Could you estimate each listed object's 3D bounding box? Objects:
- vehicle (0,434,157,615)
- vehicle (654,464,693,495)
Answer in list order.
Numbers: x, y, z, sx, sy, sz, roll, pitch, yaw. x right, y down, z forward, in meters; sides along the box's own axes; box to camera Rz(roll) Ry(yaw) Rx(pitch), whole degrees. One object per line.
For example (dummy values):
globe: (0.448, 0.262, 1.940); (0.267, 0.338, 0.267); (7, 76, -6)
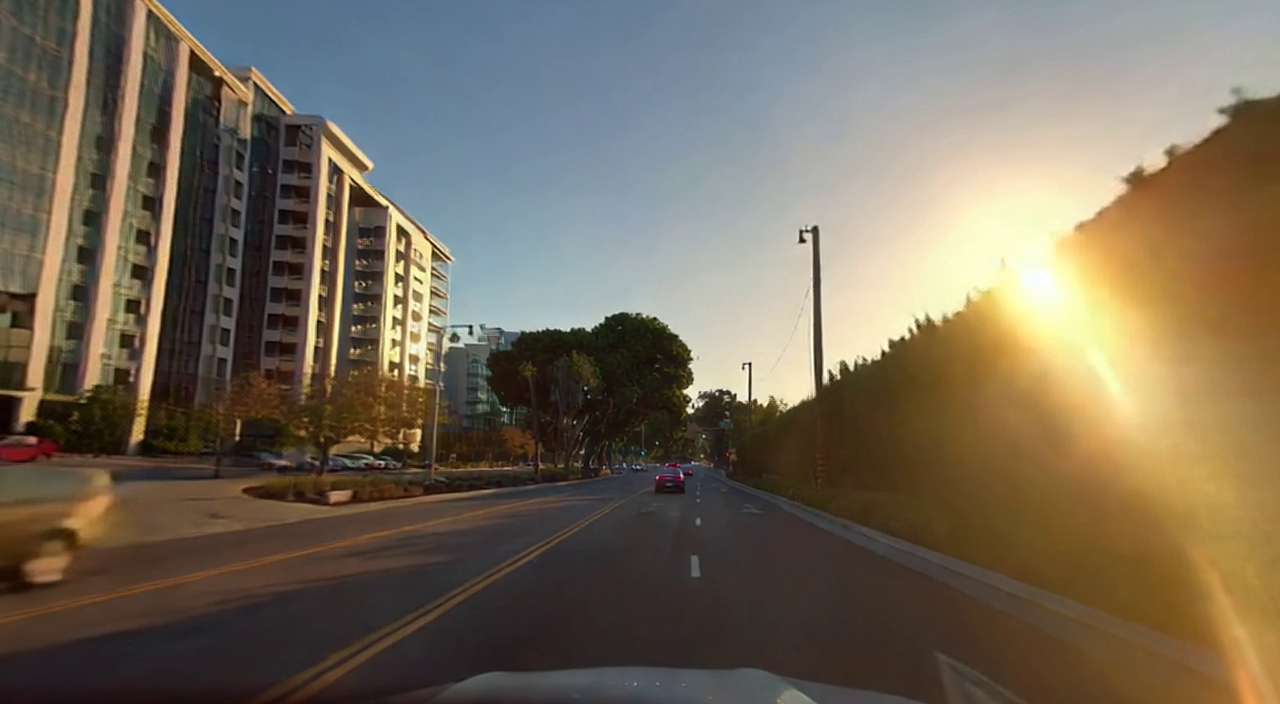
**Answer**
vehicle: (-6.441, 1.304, 4.551); (1.979, 1.499, 4.666); (0, -11, 3)
vehicle: (1.979, 7.352, 36.220); (2.067, 1.629, 3.858); (0, -11, 5)
